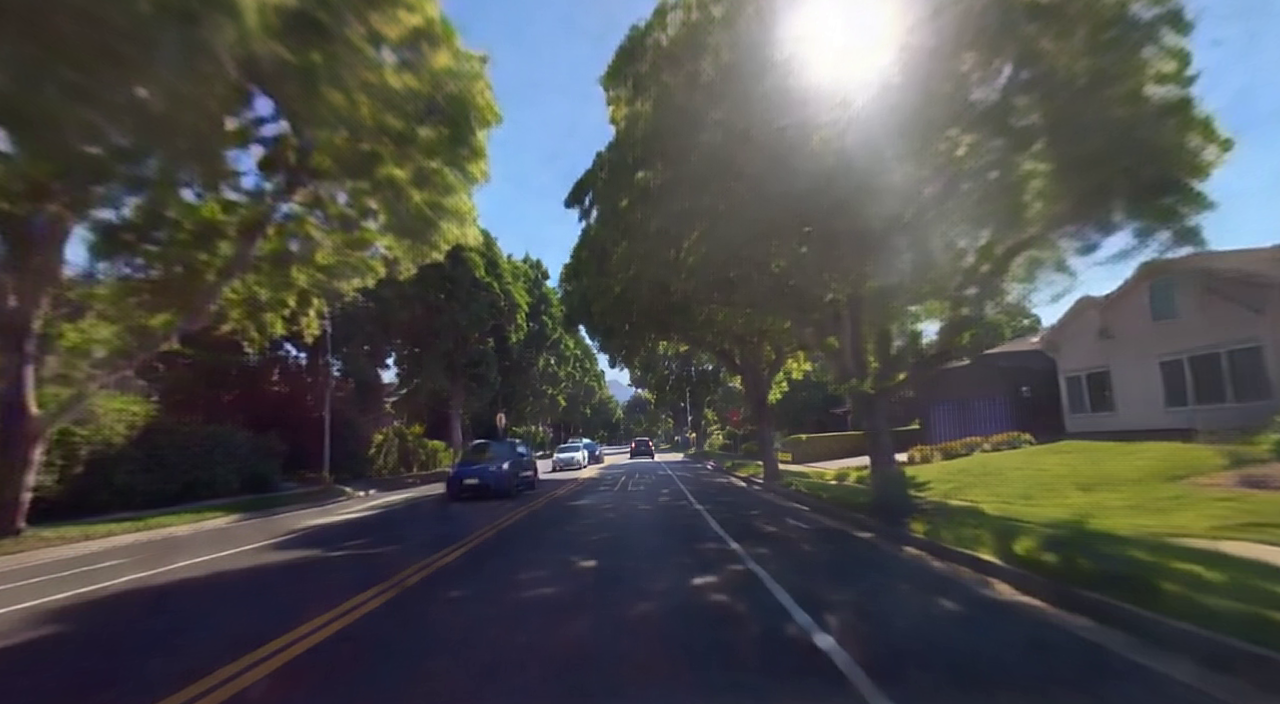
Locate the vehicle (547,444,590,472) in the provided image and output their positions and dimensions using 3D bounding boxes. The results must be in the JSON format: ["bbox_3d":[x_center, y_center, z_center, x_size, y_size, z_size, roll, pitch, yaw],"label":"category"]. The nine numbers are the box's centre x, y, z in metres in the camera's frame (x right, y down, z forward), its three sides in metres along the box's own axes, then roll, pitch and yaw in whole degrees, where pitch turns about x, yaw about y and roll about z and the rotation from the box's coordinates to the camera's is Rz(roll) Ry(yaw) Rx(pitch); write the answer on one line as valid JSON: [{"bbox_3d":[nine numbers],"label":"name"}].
[{"bbox_3d":[-4.055,6.062,36.195,1.905,1.510,4.172,0,-8,1],"label":"vehicle"}]

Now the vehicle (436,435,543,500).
[{"bbox_3d":[-4.351,3.411,19.007,2.069,1.707,4.385,0,-8,1],"label":"vehicle"}]
